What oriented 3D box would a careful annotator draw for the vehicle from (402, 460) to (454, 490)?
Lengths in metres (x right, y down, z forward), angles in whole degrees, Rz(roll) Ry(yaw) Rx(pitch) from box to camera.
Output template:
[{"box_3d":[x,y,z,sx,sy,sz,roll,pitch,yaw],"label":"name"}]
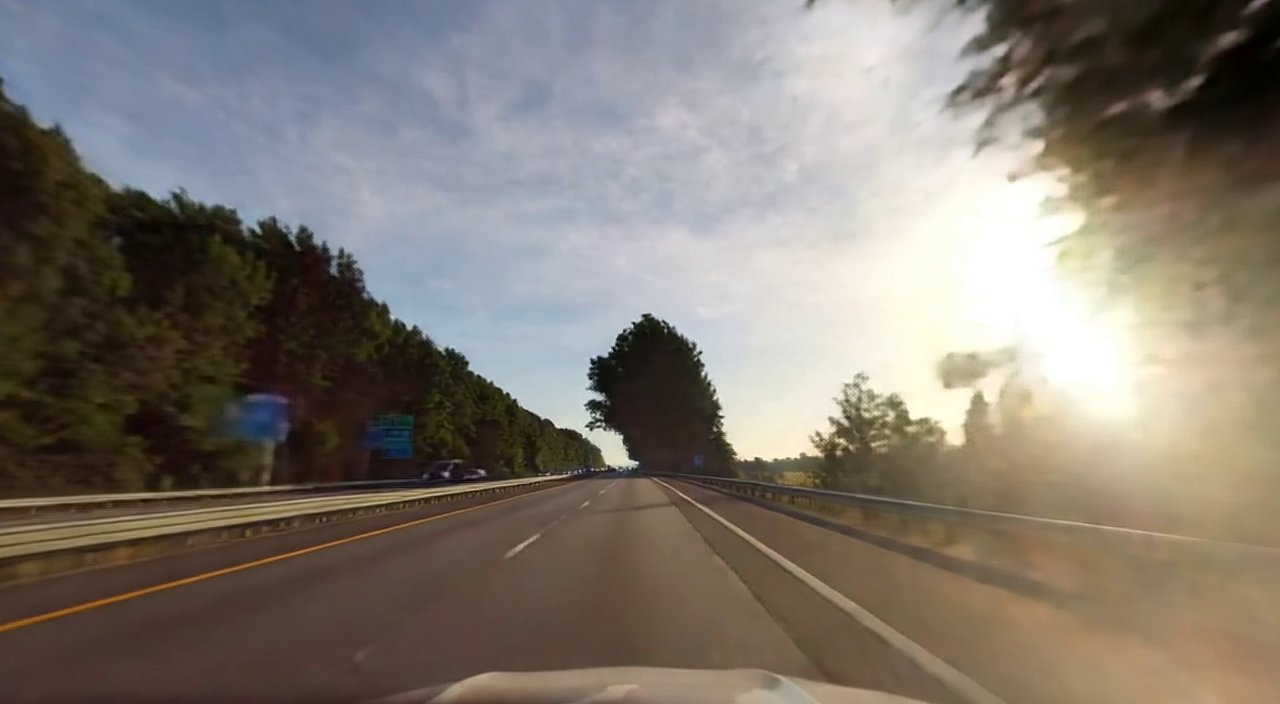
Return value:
[{"box_3d":[-13.502,7.850,40.367,1.869,1.724,4.230,1,-10,0],"label":"vehicle"}]
